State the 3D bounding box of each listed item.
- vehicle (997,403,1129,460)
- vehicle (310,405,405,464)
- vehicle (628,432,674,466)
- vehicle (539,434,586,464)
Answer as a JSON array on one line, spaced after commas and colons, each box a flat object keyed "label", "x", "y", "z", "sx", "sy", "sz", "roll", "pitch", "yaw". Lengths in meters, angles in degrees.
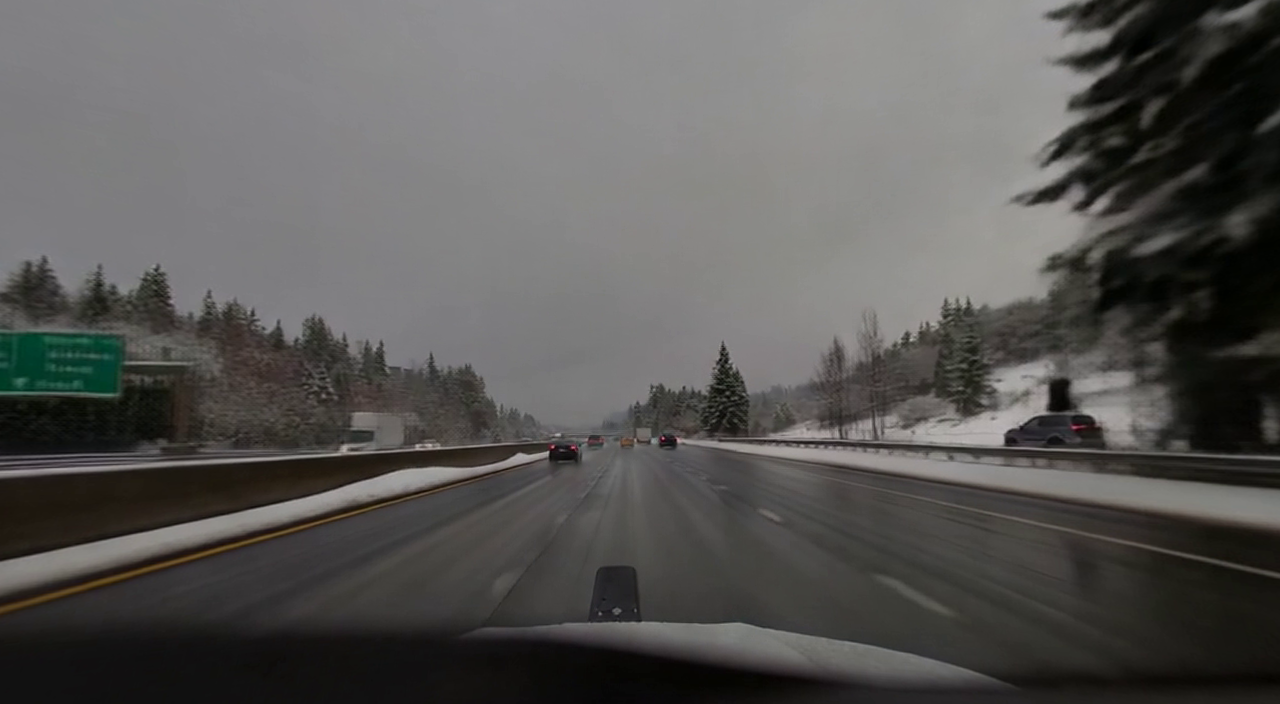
[{"label": "vehicle", "x": 20.629, "y": 3.989, "z": 31.237, "sx": 2.232, "sy": 2.540, "sz": 6.015, "roll": 0, "pitch": -8, "yaw": -1}, {"label": "vehicle", "x": -20.703, "y": 6.158, "z": 46.950, "sx": 2.950, "sy": 3.849, "sz": 9.280, "roll": -1, "pitch": -8, "yaw": -1}, {"label": "vehicle", "x": 0.460, "y": 4.807, "z": 31.481, "sx": 2.086, "sy": 1.554, "sz": 3.875, "roll": 0, "pitch": -8, "yaw": -2}, {"label": "vehicle", "x": -4.029, "y": 5.130, "z": 33.426, "sx": 2.014, "sy": 1.471, "sz": 4.380, "roll": 0, "pitch": -8, "yaw": -1}]
